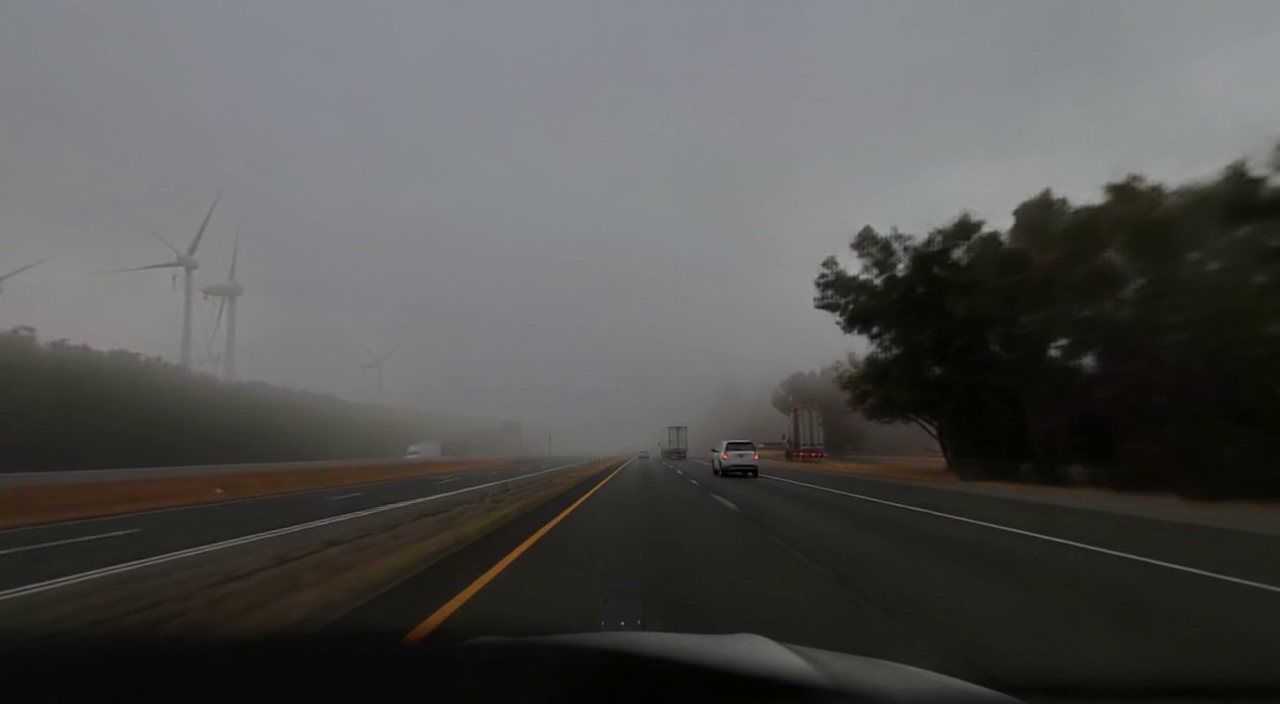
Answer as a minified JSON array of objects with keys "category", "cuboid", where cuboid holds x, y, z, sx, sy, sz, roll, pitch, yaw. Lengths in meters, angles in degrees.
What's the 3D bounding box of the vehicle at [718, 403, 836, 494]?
[{"category":"vehicle","cuboid":[4.349,3.245,21.155,2.609,2.648,5.397,0,-9,-1]}]
